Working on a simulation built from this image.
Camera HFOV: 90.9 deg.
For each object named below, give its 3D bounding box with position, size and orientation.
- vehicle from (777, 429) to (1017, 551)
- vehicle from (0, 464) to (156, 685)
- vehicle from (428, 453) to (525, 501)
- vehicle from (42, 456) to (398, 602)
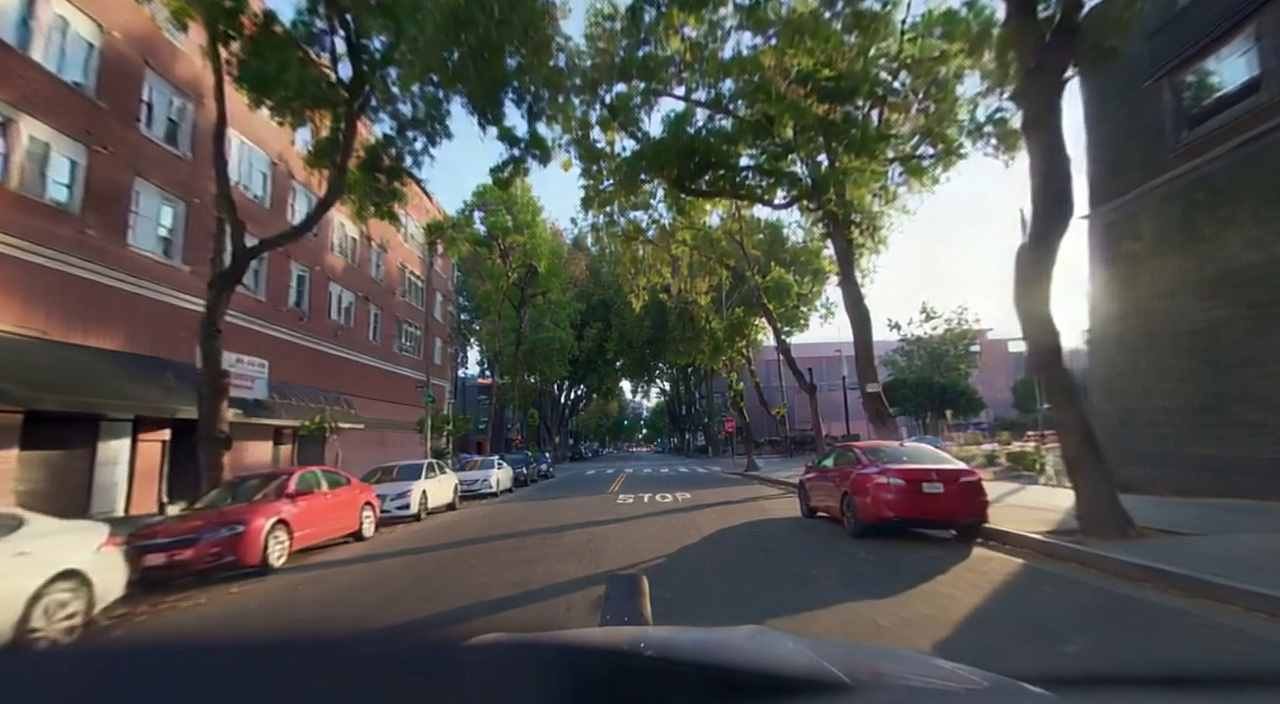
[{"bbox_3d":[3.827,2.116,10.383,1.978,1.554,4.192,0,-8,-3],"label":"vehicle"},{"bbox_3d":[-5.403,1.427,3.481,2.089,1.463,4.350,0,-8,-2],"label":"vehicle"},{"bbox_3d":[-5.469,4.233,21.769,2.131,1.407,4.547,0,-8,0],"label":"vehicle"},{"bbox_3d":[-5.475,2.312,9.318,1.873,1.448,5.013,0,-8,-1],"label":"vehicle"}]
